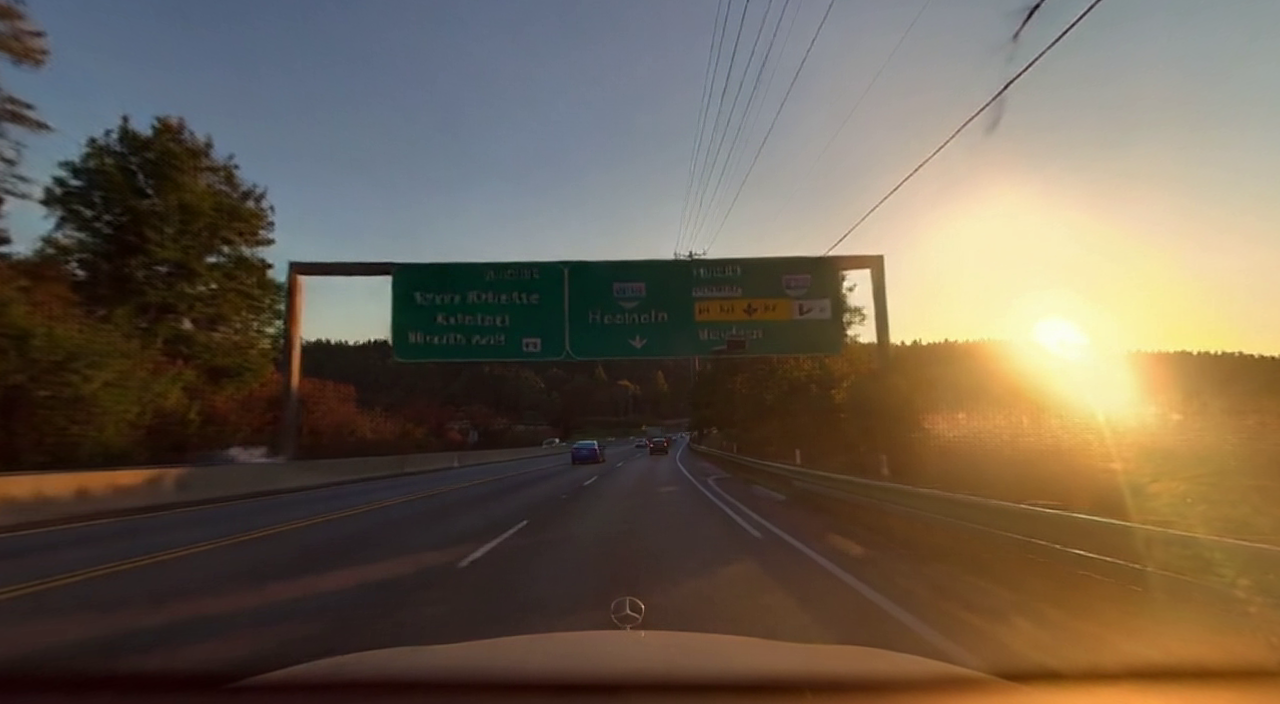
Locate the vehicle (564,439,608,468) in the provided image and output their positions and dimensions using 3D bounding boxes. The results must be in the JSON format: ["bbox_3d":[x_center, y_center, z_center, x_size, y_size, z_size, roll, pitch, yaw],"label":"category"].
[{"bbox_3d":[-2.988,5.736,35.785,2.021,1.515,4.453,0,-8,2],"label":"vehicle"}]

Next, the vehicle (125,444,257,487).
[{"bbox_3d":[-16.123,4.065,22.877,1.986,1.424,3.739,0,-8,1],"label":"vehicle"}]
